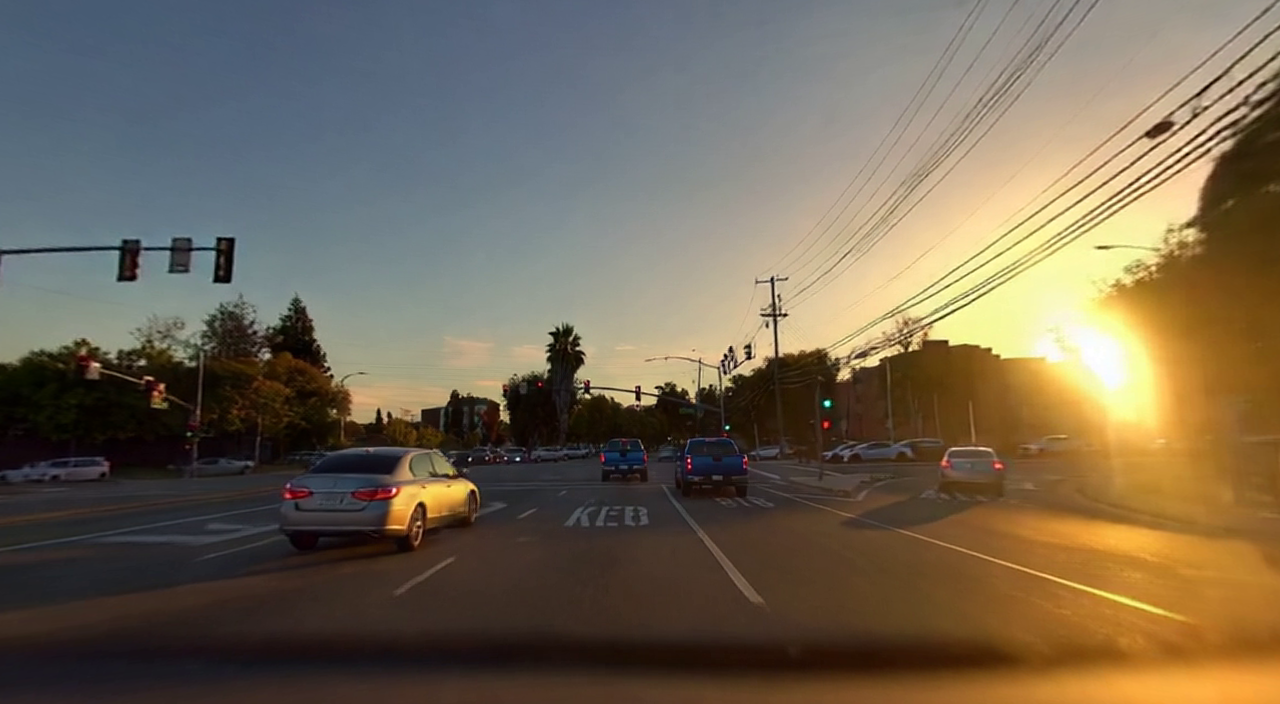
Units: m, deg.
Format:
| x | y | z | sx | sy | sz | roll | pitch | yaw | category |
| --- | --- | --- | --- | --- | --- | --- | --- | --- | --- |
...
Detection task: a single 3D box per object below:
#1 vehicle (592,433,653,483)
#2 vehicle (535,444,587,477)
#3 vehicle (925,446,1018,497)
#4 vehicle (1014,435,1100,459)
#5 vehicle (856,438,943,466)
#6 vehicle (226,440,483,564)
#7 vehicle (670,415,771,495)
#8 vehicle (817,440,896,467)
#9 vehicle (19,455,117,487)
| x | y | z | sx | sy | sz | roll | pitch | yaw | category |
| --- | --- | --- | --- | --- | --- | --- | --- | --- | --- |
| -0.723 | 5.025 | 30.325 | 2.643 | 2.145 | 5.585 | 0 | -9 | 1 | vehicle |
| -4.394 | 6.124 | 35.855 | 2.273 | 1.749 | 4.385 | 0 | -9 | 1 | vehicle |
| 10.690 | 3.828 | 20.719 | 2.212 | 1.466 | 4.126 | -4 | -9 | 21 | vehicle |
| 30.875 | 7.062 | 46.839 | 4.848 | 1.769 | 2.301 | 2 | -9 | -9 | vehicle |
| 16.968 | 6.536 | 41.329 | 4.782 | 1.768 | 2.152 | 2 | -9 | -12 | vehicle |
| -4.075 | 2.186 | 10.066 | 1.939 | 1.494 | 4.499 | 0 | -9 | 1 | vehicle |
| 2.852 | 3.968 | 24.593 | 2.905 | 2.636 | 6.895 | 0 | -9 | -1 | vehicle |
| 14.997 | 7.057 | 43.937 | 4.681 | 1.756 | 2.109 | 2 | -9 | -10 | vehicle |
| -33.395 | 6.884 | 36.900 | 4.471 | 1.721 | 2.184 | -3 | -9 | 19 | vehicle |
